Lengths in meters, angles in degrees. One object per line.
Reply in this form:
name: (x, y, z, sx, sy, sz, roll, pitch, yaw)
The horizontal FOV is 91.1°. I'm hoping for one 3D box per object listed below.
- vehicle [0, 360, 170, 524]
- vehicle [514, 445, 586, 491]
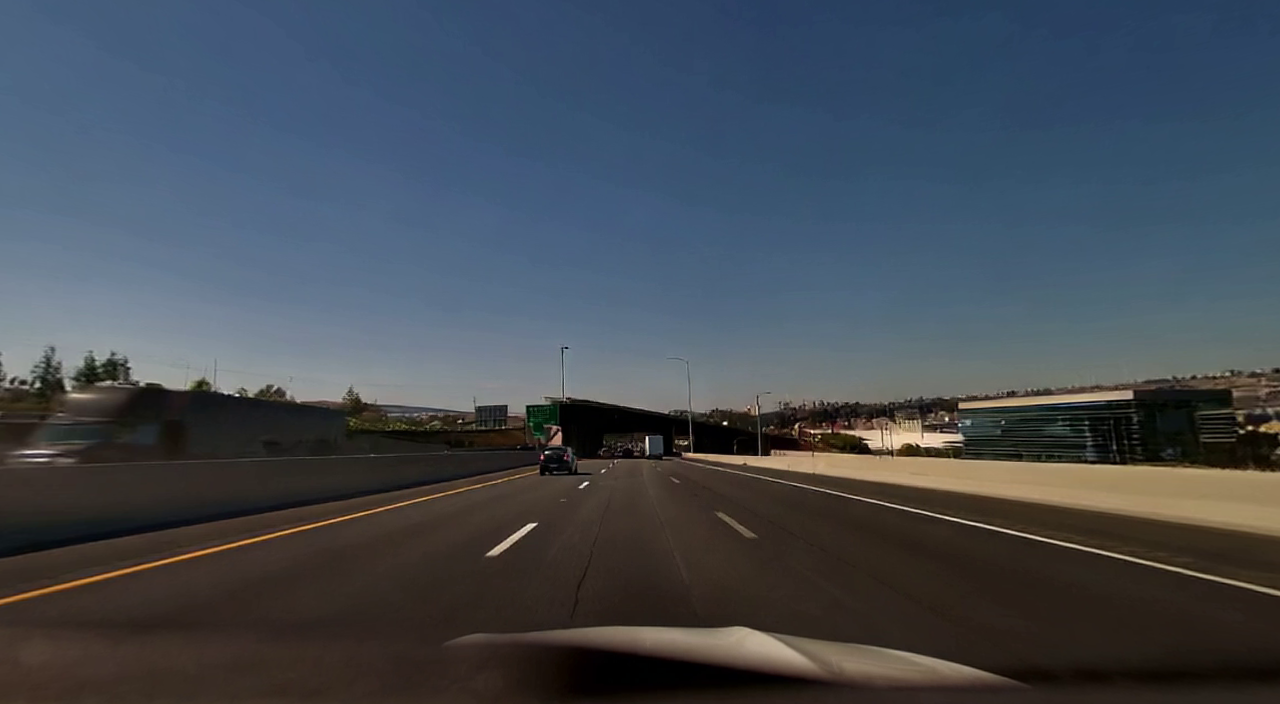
vehicle: (-16.885, 2.531, 17.413, 3.011, 3.895, 5.853, 0, -9, -1)
vehicle: (-3.245, 4.279, 23.502, 2.100, 1.525, 4.179, 0, -9, 0)
